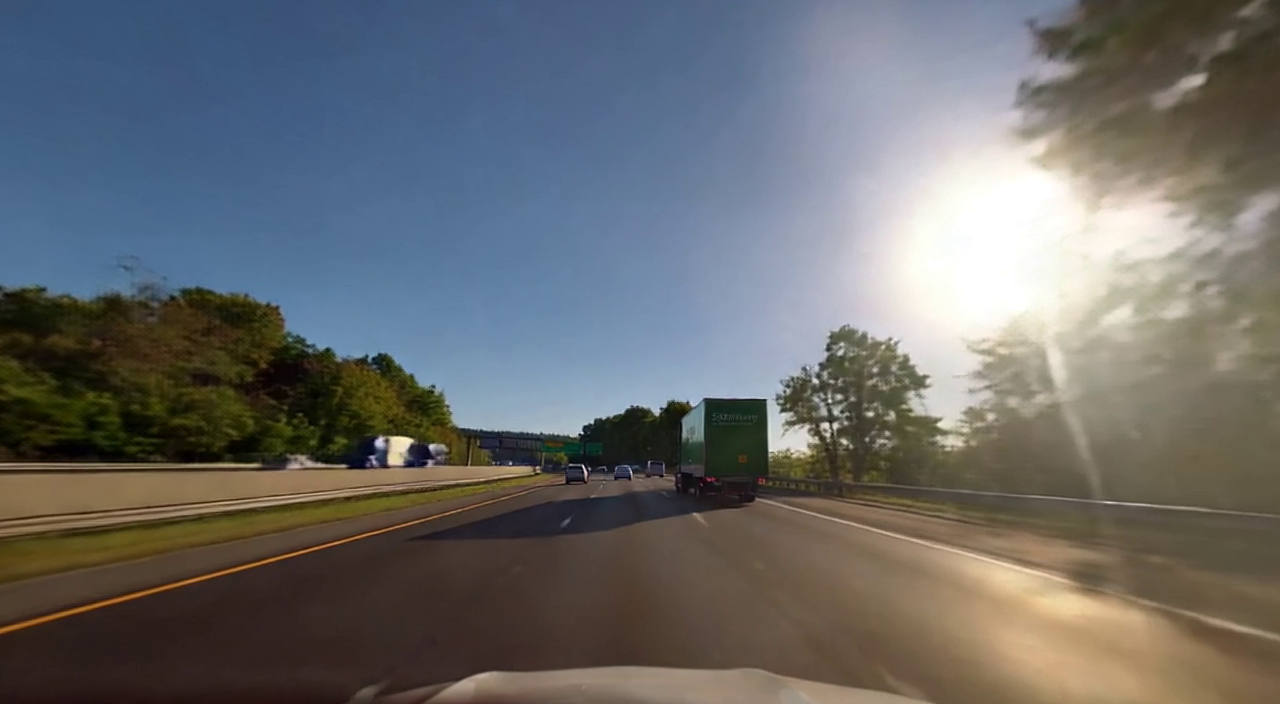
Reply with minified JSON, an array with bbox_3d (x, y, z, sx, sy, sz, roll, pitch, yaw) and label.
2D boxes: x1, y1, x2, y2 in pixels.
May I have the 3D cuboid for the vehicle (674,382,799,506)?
[{"bbox_3d":[3.776,4.476,29.190,2.992,4.300,13.967,1,-10,-2],"label":"vehicle"}]

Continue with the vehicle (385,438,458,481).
[{"bbox_3d":[-13.549,6.808,39.604,2.371,2.442,6.351,1,-10,-2],"label":"vehicle"}]

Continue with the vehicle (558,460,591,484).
[{"bbox_3d":[-4.961,9.106,48.027,2.155,1.667,4.615,1,-10,-2],"label":"vehicle"}]
